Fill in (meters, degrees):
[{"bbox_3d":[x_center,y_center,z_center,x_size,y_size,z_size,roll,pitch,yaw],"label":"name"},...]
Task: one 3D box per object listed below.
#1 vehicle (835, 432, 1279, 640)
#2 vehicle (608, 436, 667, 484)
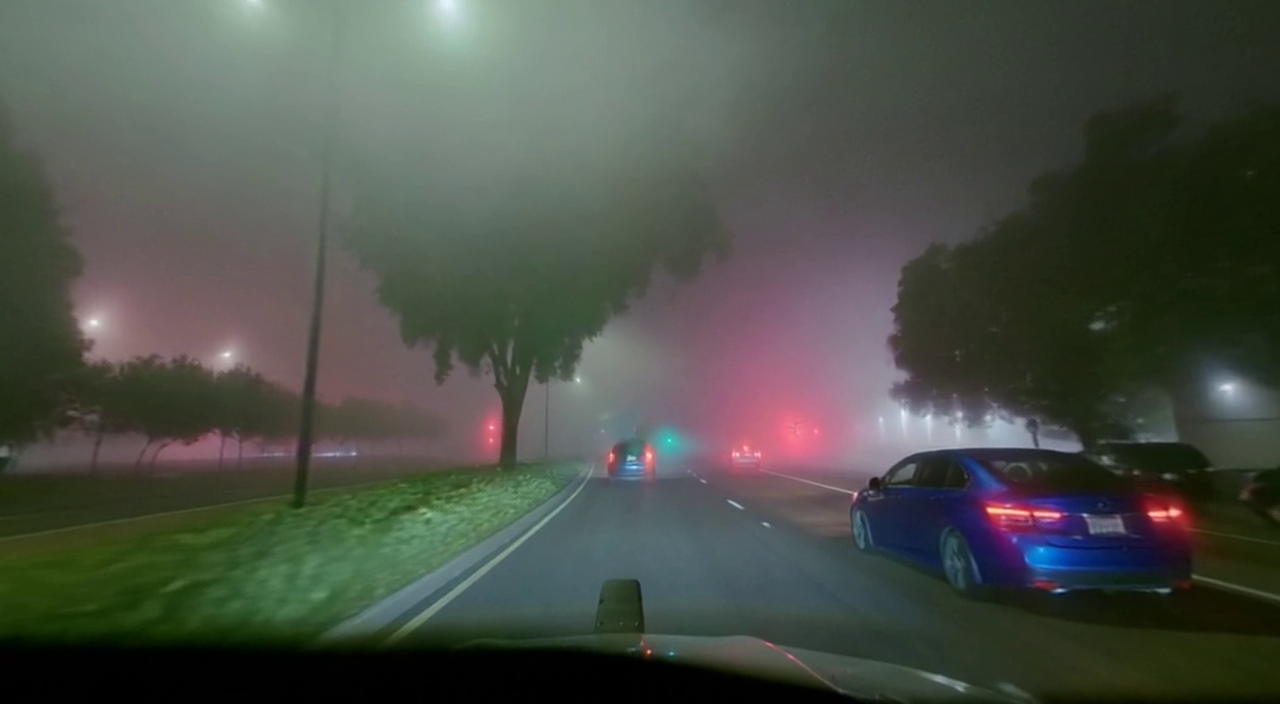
[{"bbox_3d":[3.750,1.605,6.639,1.918,1.418,4.360,0,-8,-1],"label":"vehicle"},{"bbox_3d":[-0.179,4.137,24.542,2.085,1.693,4.301,0,-8,-2],"label":"vehicle"}]
